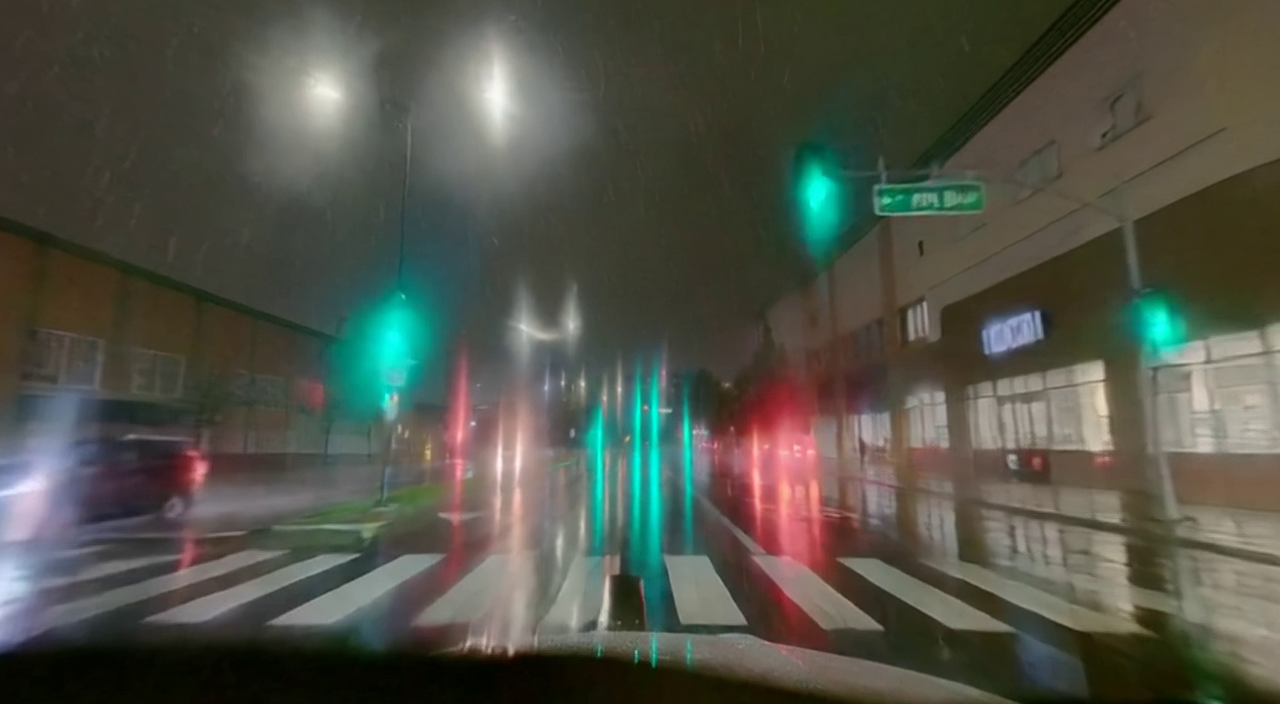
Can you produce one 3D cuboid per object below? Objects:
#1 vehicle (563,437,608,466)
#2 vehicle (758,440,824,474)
[{"bbox_3d":[-2.921,5.454,34.549,2.078,1.471,4.217,0,-8,0],"label":"vehicle"},{"bbox_3d":[7.277,5.060,30.779,1.968,1.493,4.878,0,-8,-1],"label":"vehicle"}]
